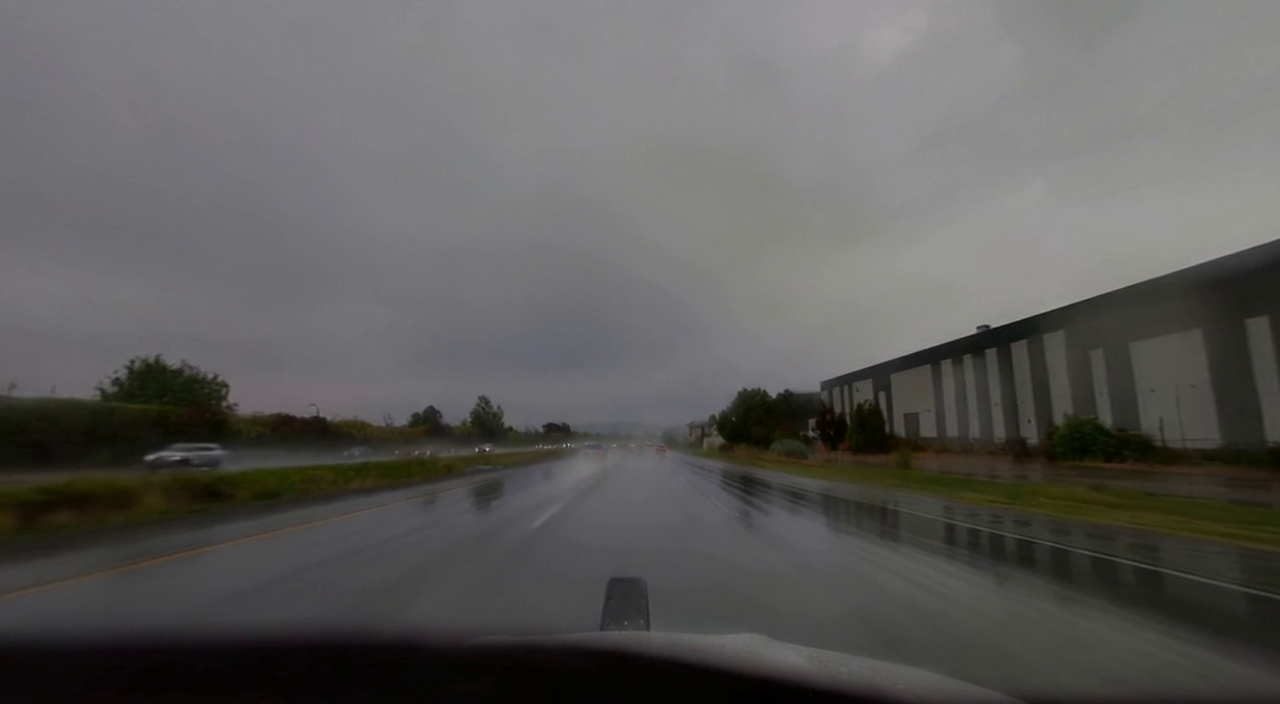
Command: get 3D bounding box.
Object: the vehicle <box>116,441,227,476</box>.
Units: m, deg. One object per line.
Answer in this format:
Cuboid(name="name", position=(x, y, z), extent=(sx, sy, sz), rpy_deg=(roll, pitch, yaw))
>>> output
Cuboid(name="vehicle", position=(-28.125, 6.402, 38.179), extent=(2.175, 1.906, 5.815), rpy_deg=(0, -9, 1))
